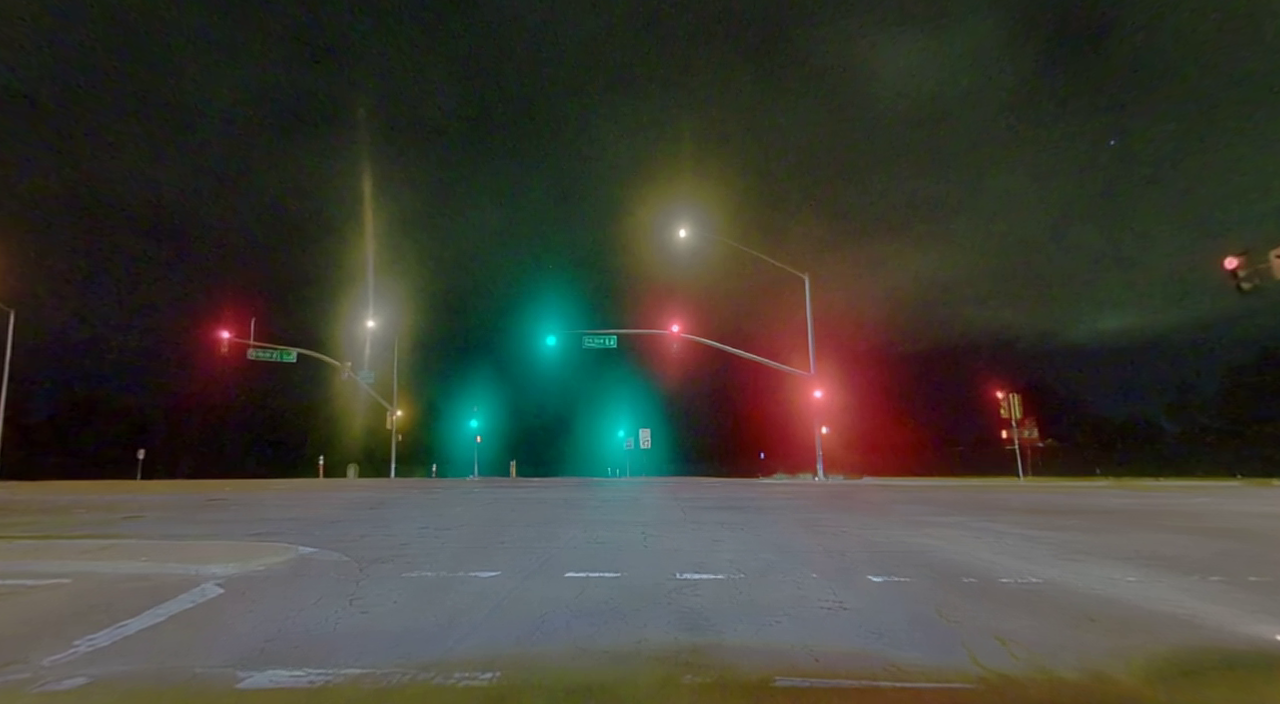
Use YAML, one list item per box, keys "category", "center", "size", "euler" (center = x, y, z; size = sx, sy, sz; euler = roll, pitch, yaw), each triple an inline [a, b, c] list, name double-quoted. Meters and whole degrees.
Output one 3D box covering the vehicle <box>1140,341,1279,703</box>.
- category: "vehicle"
  center: [3.059, 0.554, 0.492]
  size: [1.938, 1.648, 4.211]
  euler: [0, -8, 2]
